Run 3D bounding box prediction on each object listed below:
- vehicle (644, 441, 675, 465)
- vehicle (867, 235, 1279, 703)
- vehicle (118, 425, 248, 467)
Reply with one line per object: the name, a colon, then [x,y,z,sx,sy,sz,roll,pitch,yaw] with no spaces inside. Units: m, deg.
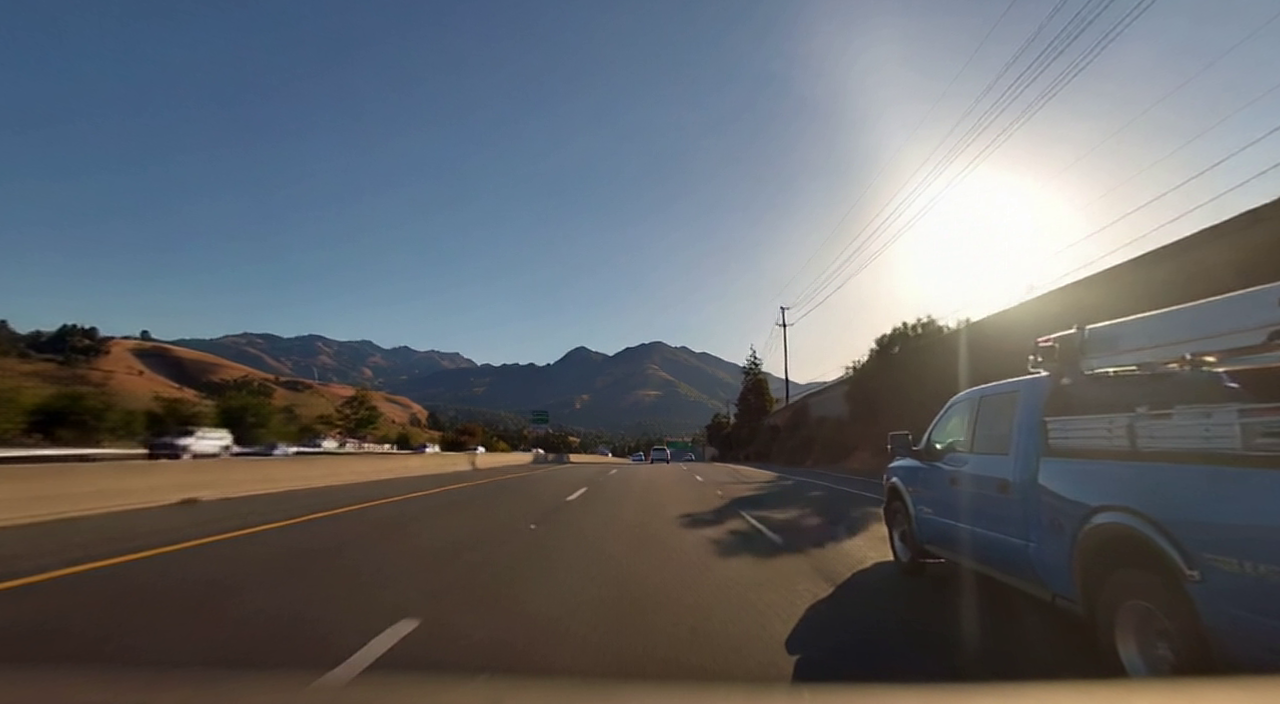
vehicle: [1.333,7.087,44.174,2.034,1.549,4.147,0,-9,0]
vehicle: [3.881,0.849,3.886,2.538,2.228,6.370,0,-9,0]
vehicle: [-25.288,5.278,35.182,2.321,2.109,6.362,0,-9,2]
